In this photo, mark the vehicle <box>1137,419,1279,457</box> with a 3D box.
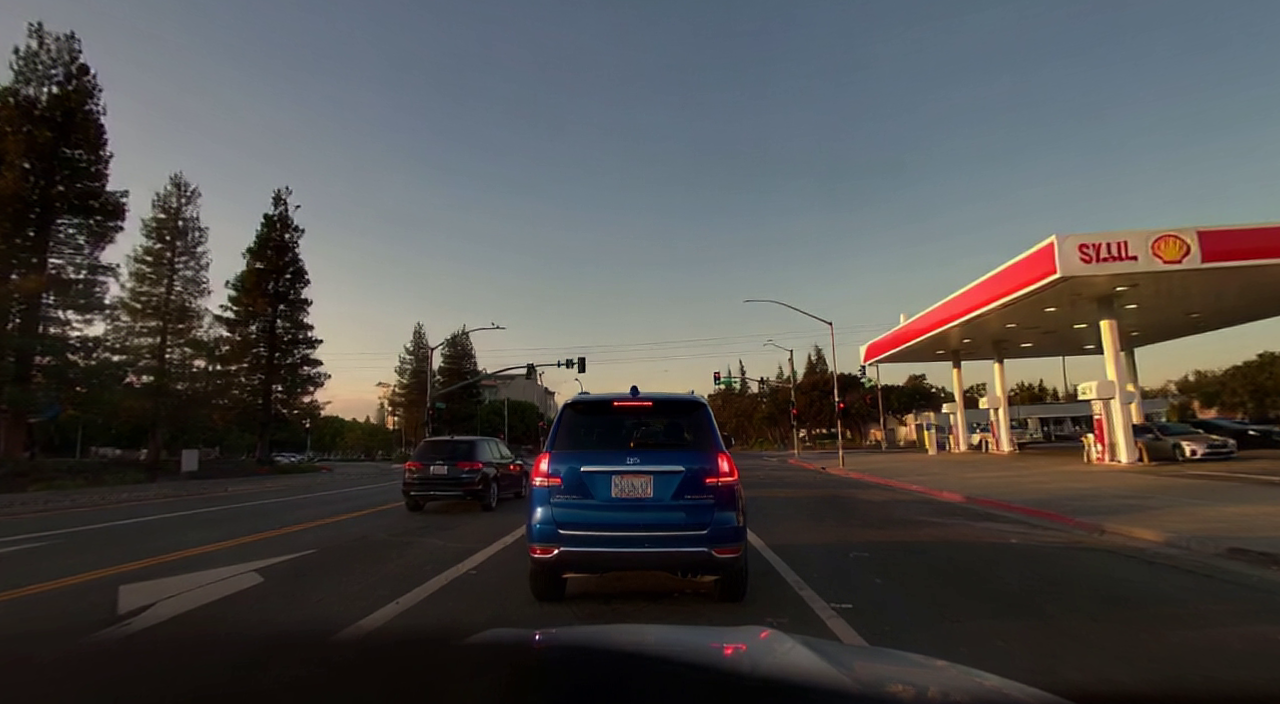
[{"bbox_3d":[25.945,3.962,28.780,4.551,1.616,1.973,-2,-9,11],"label":"vehicle"}]

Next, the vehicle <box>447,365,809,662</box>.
[{"bbox_3d":[0.011,1.317,6.141,2.236,1.819,4.291,-1,-9,3],"label":"vehicle"}]

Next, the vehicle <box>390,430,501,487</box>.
[{"bbox_3d":[-6.644,3.709,22.164,2.065,1.753,4.525,-1,-9,6],"label":"vehicle"}]
